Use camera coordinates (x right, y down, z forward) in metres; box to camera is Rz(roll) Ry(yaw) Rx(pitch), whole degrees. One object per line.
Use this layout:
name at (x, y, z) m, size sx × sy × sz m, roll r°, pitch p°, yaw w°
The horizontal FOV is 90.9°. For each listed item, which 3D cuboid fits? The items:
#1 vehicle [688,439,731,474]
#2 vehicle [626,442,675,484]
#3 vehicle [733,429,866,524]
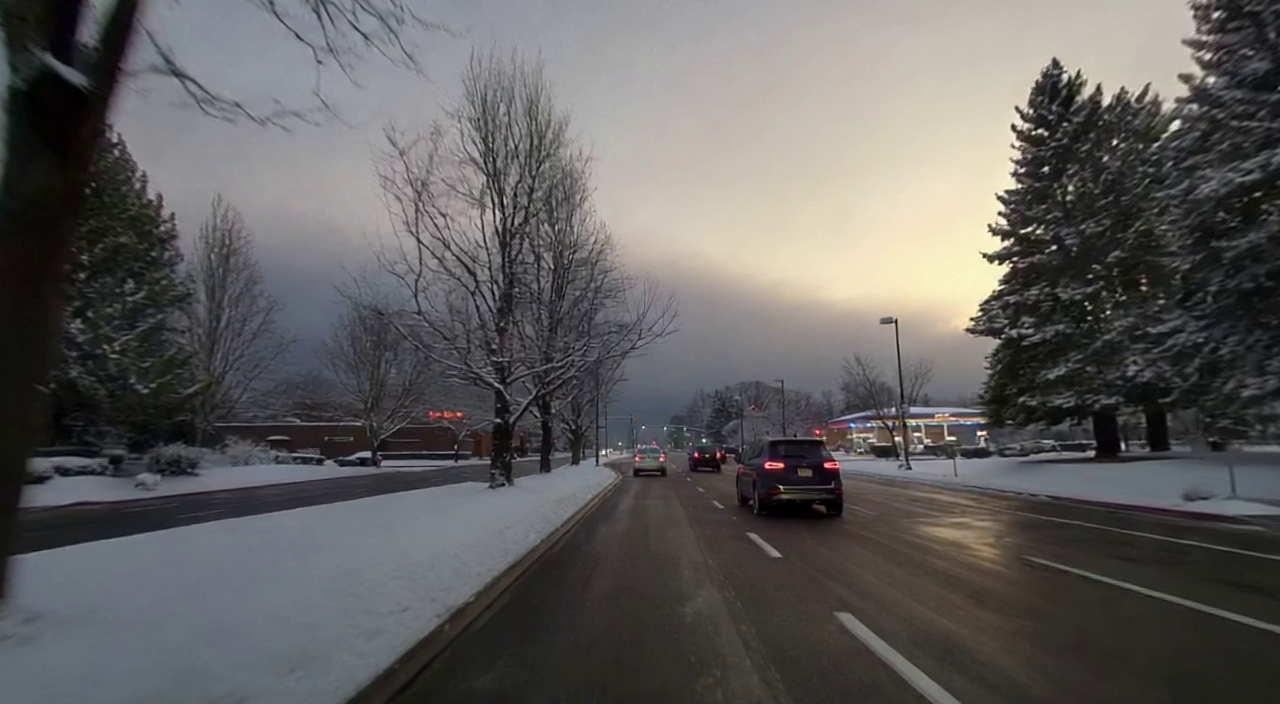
vehicle at (4.227, 6.431, 39.032) m, size 2.154 × 1.975 × 4.634 m, roll 0°, pitch -8°, yaw 0°
vehicle at (0.444, 4.786, 27.461) m, size 1.991 × 1.664 × 3.814 m, roll 0°, pitch -8°, yaw 0°
vehicle at (3.285, 2.621, 13.818) m, size 1.872 × 1.752 × 3.896 m, roll 0°, pitch -8°, yaw 0°
